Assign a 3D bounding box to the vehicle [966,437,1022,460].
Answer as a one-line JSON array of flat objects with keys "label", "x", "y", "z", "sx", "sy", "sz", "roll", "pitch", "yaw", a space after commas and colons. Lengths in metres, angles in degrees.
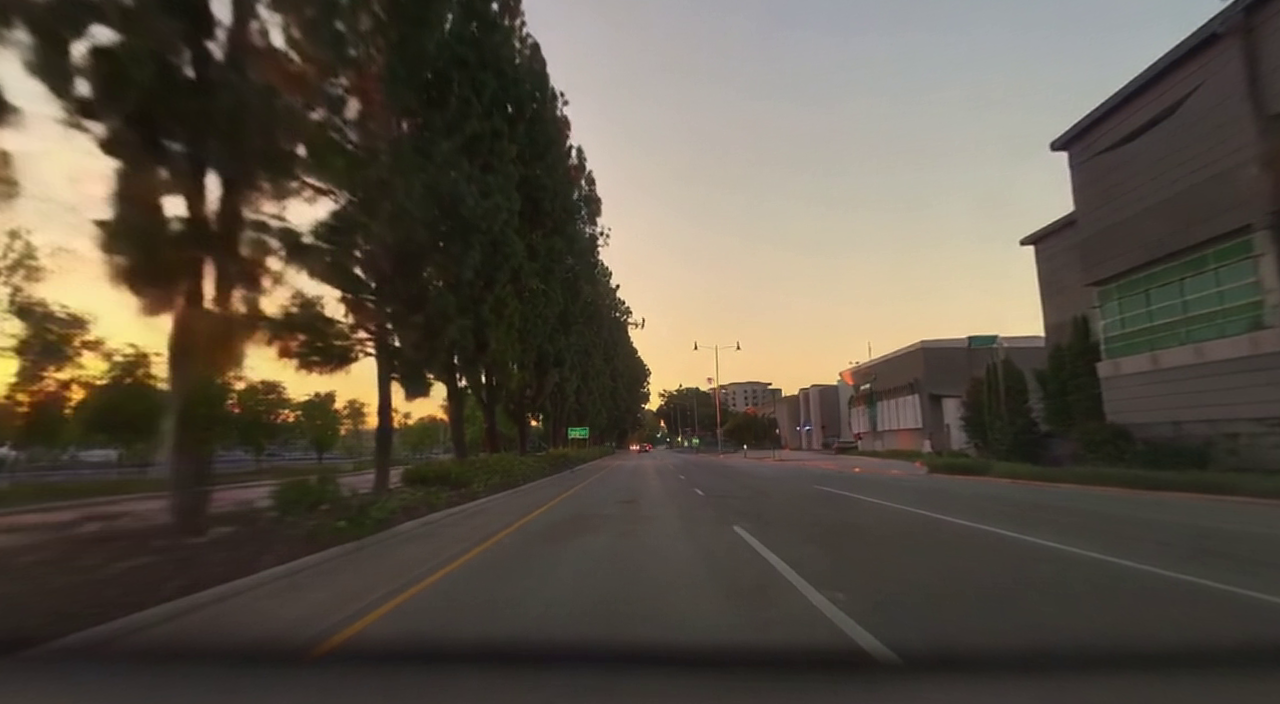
[{"label": "vehicle", "x": 24.733, "y": 6.801, "z": 44.273, "sx": 1.579, "sy": 1.419, "sz": 3.726, "roll": -2, "pitch": -10, "yaw": -3}]
